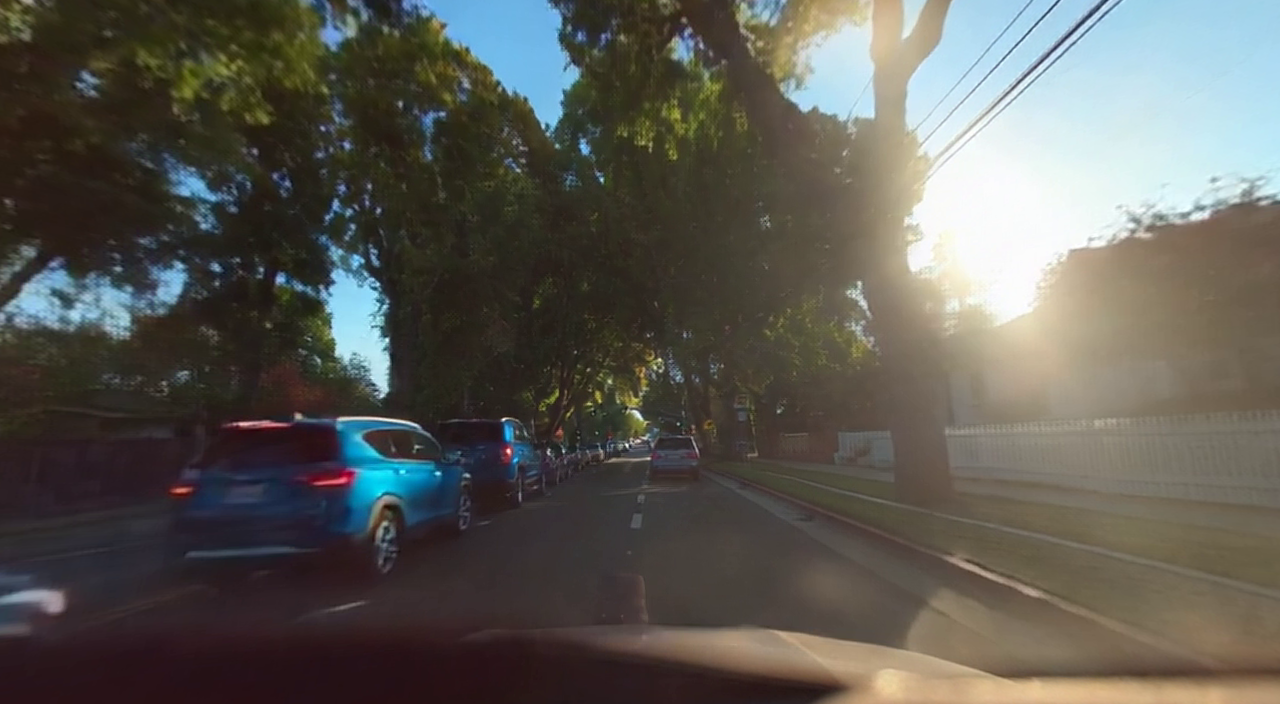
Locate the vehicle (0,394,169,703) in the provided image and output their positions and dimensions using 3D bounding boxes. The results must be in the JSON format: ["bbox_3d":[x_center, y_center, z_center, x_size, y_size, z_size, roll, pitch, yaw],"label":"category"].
[{"bbox_3d":[-3.085,0.673,0.582,1.919,1.501,4.509,0,-9,-2],"label":"vehicle"}]

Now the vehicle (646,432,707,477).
[{"bbox_3d":[1.381,4.187,26.029,2.258,1.682,4.635,0,-9,0],"label":"vehicle"}]

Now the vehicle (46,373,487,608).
[{"bbox_3d":[-3.620,1.473,7.605,2.404,1.900,4.770,0,-9,-1],"label":"vehicle"}]
